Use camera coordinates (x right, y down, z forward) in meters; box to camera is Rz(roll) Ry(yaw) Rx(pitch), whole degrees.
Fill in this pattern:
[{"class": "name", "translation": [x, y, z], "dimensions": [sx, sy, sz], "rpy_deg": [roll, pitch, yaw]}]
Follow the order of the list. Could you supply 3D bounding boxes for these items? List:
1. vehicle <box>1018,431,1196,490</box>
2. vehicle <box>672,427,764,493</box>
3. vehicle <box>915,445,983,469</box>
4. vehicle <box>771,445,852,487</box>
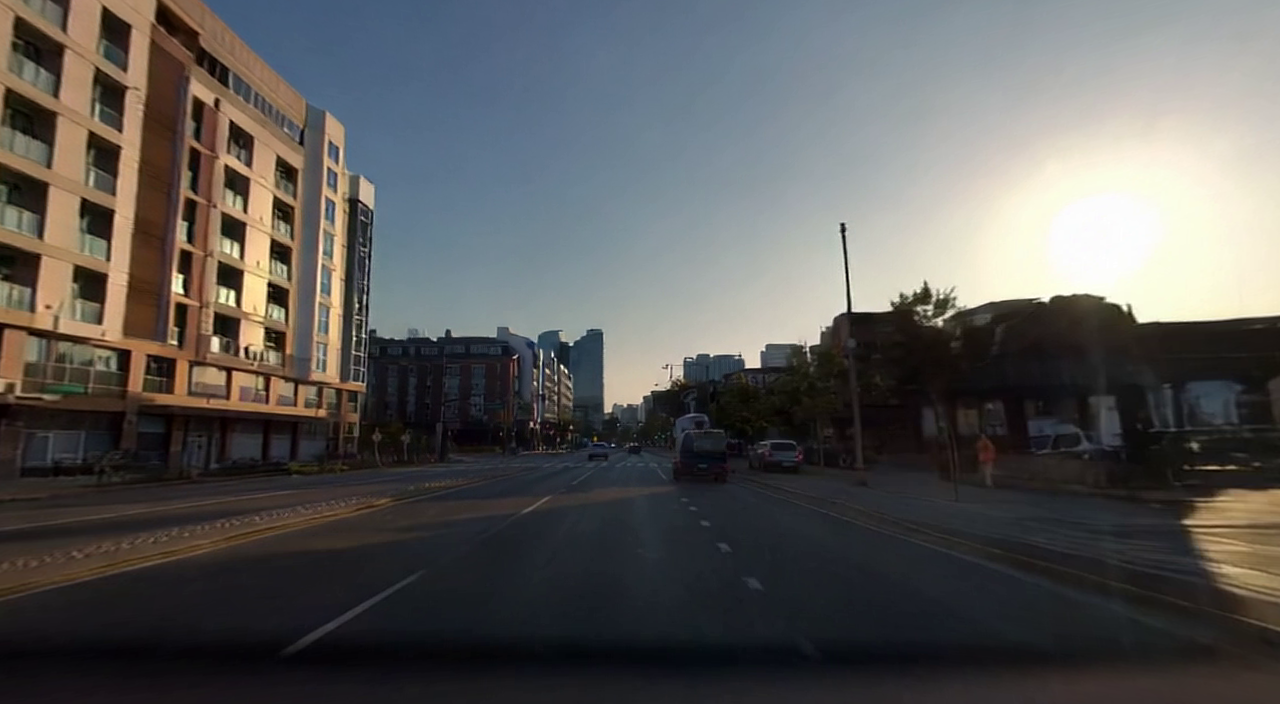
[{"class": "vehicle", "translation": [14.558, 3.394, 20.107], "dimensions": [1.975, 1.648, 4.451], "rpy_deg": [1, -9, -5]}, {"class": "vehicle", "translation": [2.281, 3.364, 19.951], "dimensions": [2.130, 1.787, 5.126], "rpy_deg": [0, -9, -1]}, {"class": "vehicle", "translation": [19.860, 6.746, 40.887], "dimensions": [1.780, 1.474, 4.533], "rpy_deg": [0, -8, -5]}, {"class": "vehicle", "translation": [6.480, 4.341, 24.386], "dimensions": [1.795, 1.459, 4.333], "rpy_deg": [0, -9, -1]}]
